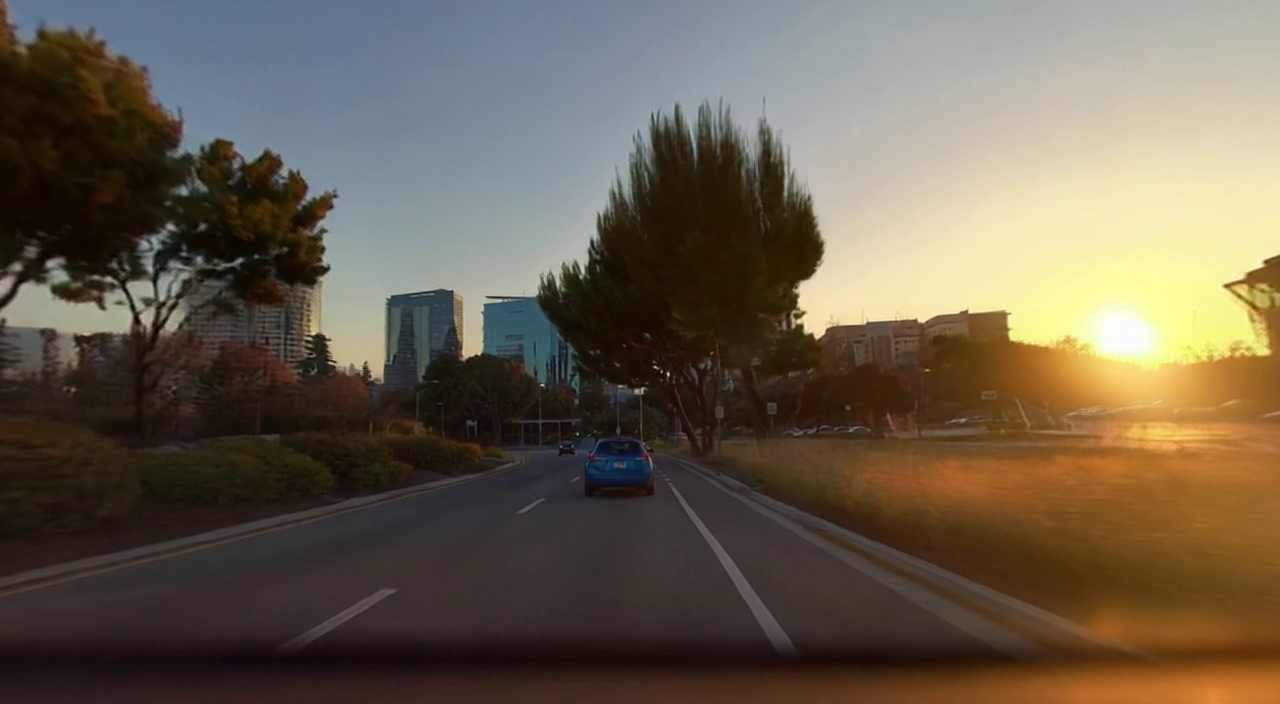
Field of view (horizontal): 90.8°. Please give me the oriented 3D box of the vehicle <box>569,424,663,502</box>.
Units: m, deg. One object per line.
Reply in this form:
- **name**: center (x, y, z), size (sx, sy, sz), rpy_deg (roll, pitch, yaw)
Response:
- **vehicle**: center (-0.578, 2.845, 16.548), size (2.131, 1.761, 4.242), rpy_deg (0, -8, -1)
